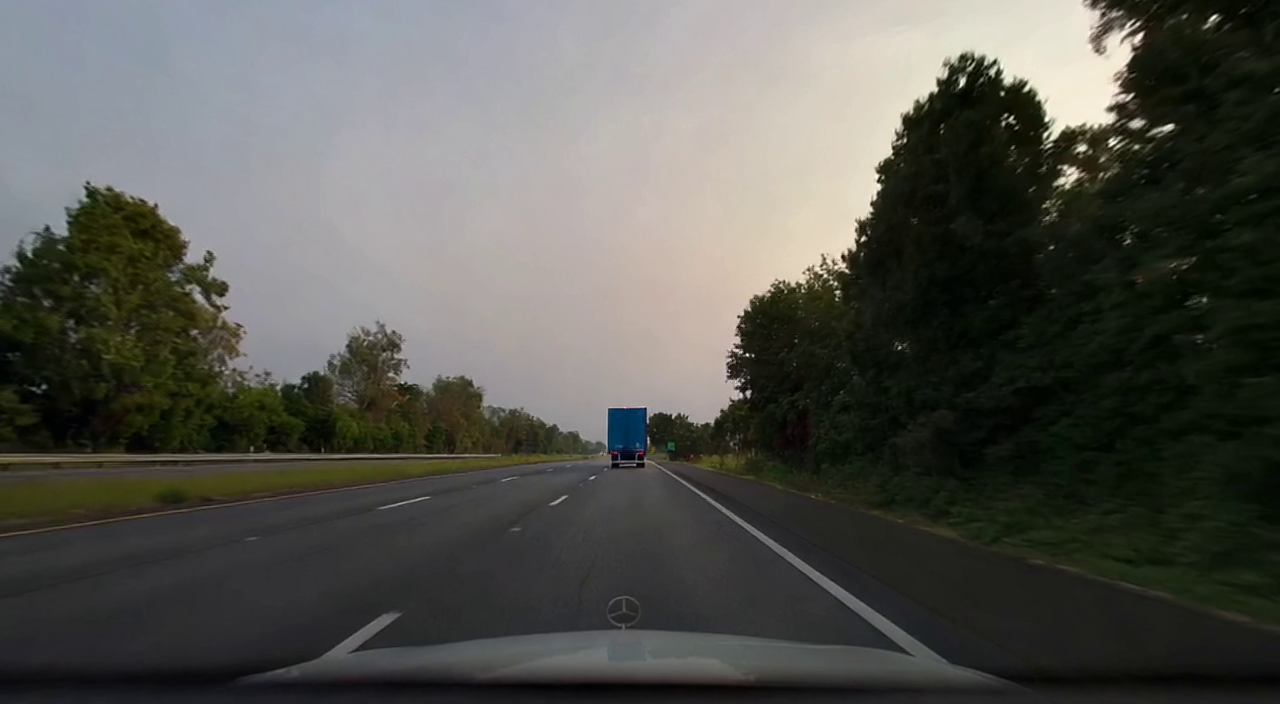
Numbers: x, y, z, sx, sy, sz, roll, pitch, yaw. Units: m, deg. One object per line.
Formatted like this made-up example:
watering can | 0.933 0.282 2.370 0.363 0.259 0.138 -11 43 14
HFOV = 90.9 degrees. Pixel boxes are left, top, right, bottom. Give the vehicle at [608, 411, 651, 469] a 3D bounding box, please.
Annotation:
vehicle | -0.767 6.940 48.979 2.982 3.947 11.075 0 -9 0
